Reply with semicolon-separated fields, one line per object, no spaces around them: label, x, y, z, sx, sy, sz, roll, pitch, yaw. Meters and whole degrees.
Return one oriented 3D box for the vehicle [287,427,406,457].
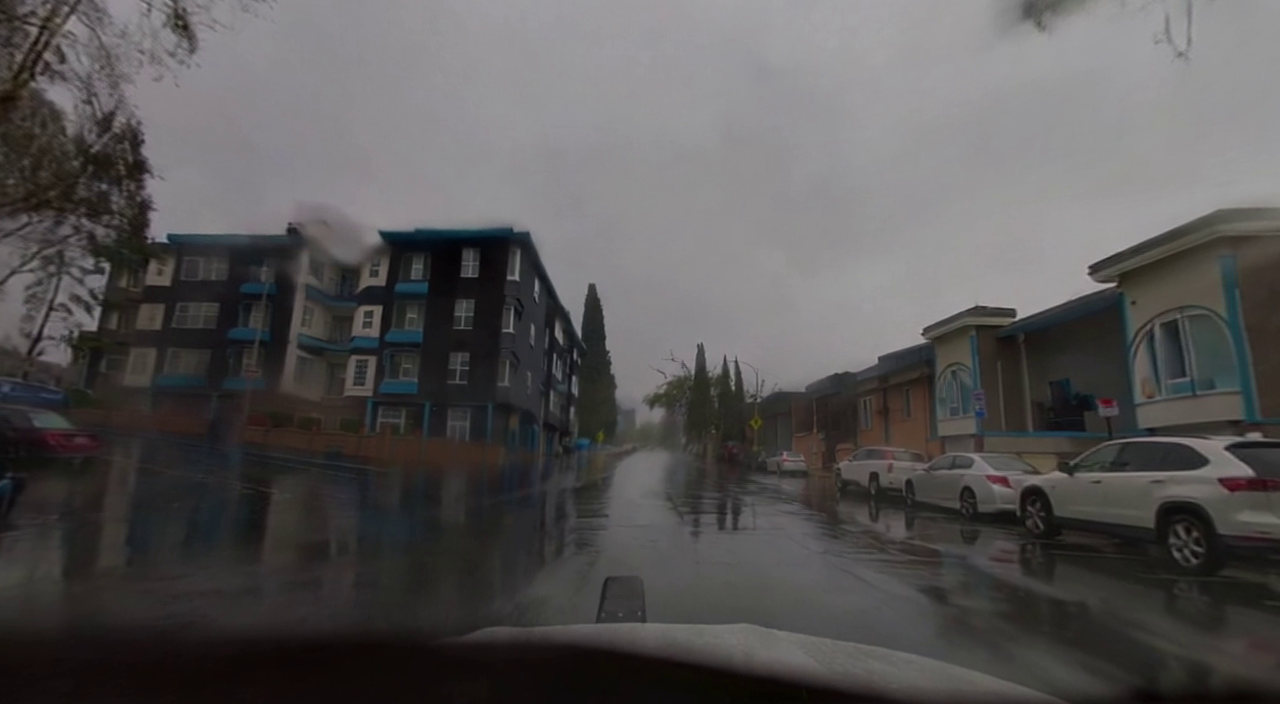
vehicle;-13.600;4.194;29.531;4.603;1.335;1.889;1;-9;-8

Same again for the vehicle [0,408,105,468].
vehicle;-16.525;2.356;17.197;4.175;1.436;2.017;-7;-11;37

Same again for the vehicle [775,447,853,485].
vehicle;7.850;5.176;29.008;2.122;1.554;4.777;0;-8;-1

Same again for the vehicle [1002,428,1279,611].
vehicle;7.500;2.012;8.689;2.181;1.792;5.066;0;-8;2

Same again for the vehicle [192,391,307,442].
vehicle;-18.718;3.106;30.285;4.598;1.645;2.019;8;-5;20

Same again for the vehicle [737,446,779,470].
vehicle;7.716;6.917;41.572;1.901;1.495;4.340;0;-8;0

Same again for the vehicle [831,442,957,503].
vehicle;7.919;3.770;20.292;1.917;1.704;4.840;0;-8;-2

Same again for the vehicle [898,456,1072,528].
vehicle;7.812;3.165;14.851;1.900;1.368;4.176;-1;-8;3
